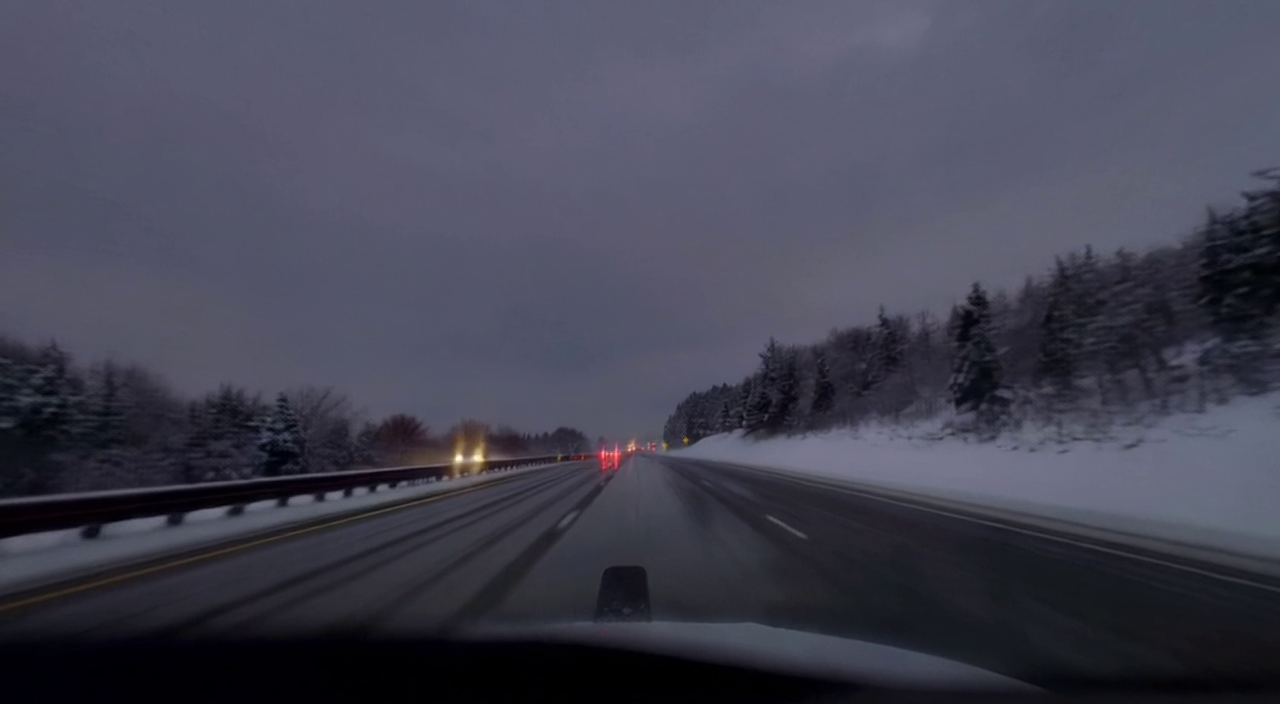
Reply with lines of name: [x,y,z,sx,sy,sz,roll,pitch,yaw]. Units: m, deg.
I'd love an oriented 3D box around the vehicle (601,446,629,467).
vehicle: [-1.950,8.179,49.388,2.050,1.530,4.144,0,-8,0]
